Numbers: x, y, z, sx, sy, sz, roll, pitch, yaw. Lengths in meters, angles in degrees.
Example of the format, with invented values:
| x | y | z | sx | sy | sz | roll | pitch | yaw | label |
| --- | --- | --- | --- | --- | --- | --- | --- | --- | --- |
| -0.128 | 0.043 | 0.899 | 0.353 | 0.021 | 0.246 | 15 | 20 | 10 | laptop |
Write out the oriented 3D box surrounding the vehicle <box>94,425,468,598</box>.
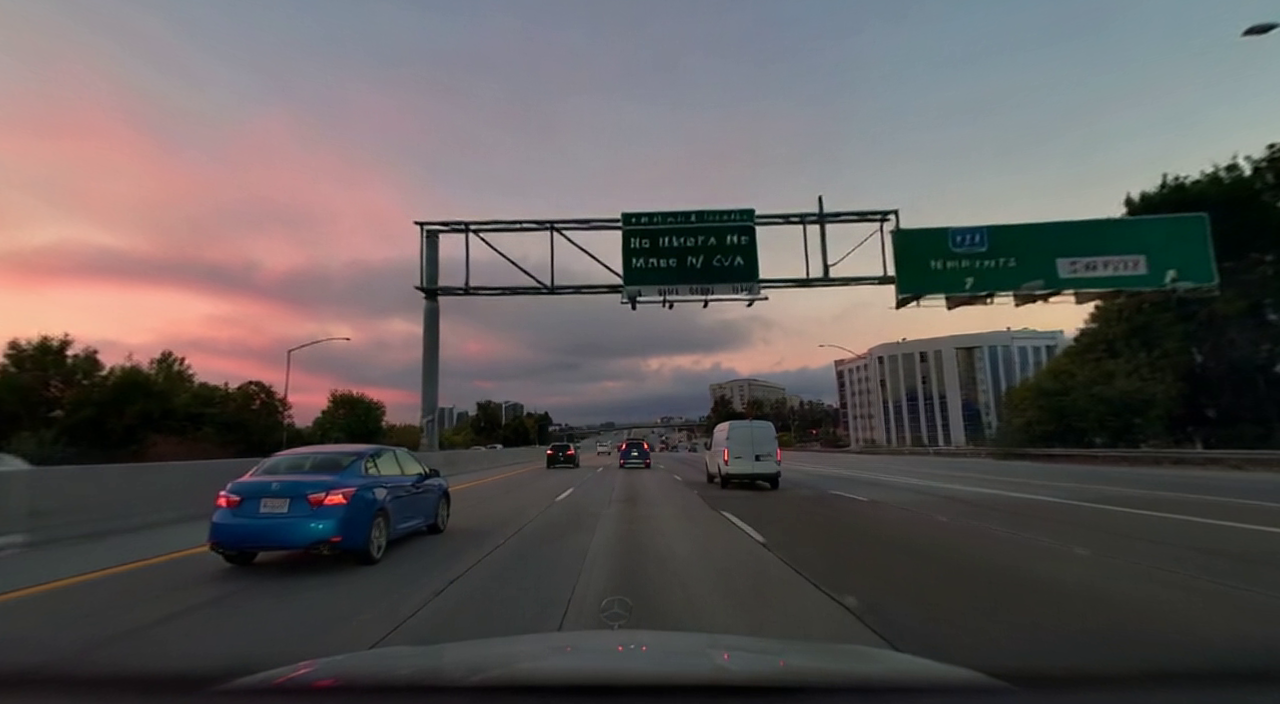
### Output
| x | y | z | sx | sy | sz | roll | pitch | yaw | label |
| --- | --- | --- | --- | --- | --- | --- | --- | --- | --- |
| -3.698 | 1.712 | 7.690 | 1.991 | 1.469 | 4.381 | 0 | -9 | -1 | vehicle |

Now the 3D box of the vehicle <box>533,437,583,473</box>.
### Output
| x | y | z | sx | sy | sz | roll | pitch | yaw | label |
| --- | --- | --- | --- | --- | --- | --- | --- | --- | --- |
| -4.335 | 5.537 | 34.185 | 2.109 | 1.793 | 4.613 | 0 | -9 | 0 | vehicle |

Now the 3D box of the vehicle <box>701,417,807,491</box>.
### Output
| x | y | z | sx | sy | sz | roll | pitch | yaw | label |
| --- | --- | --- | --- | --- | --- | --- | --- | --- | --- |
| 3.502 | 3.325 | 20.766 | 2.250 | 2.074 | 5.723 | 0 | -9 | -2 | vehicle |

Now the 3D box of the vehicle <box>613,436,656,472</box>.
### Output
| x | y | z | sx | sy | sz | roll | pitch | yaw | label |
| --- | --- | --- | --- | --- | --- | --- | --- | --- | --- |
| -0.304 | 5.499 | 34.073 | 2.212 | 1.786 | 4.198 | 0 | -9 | -1 | vehicle |
